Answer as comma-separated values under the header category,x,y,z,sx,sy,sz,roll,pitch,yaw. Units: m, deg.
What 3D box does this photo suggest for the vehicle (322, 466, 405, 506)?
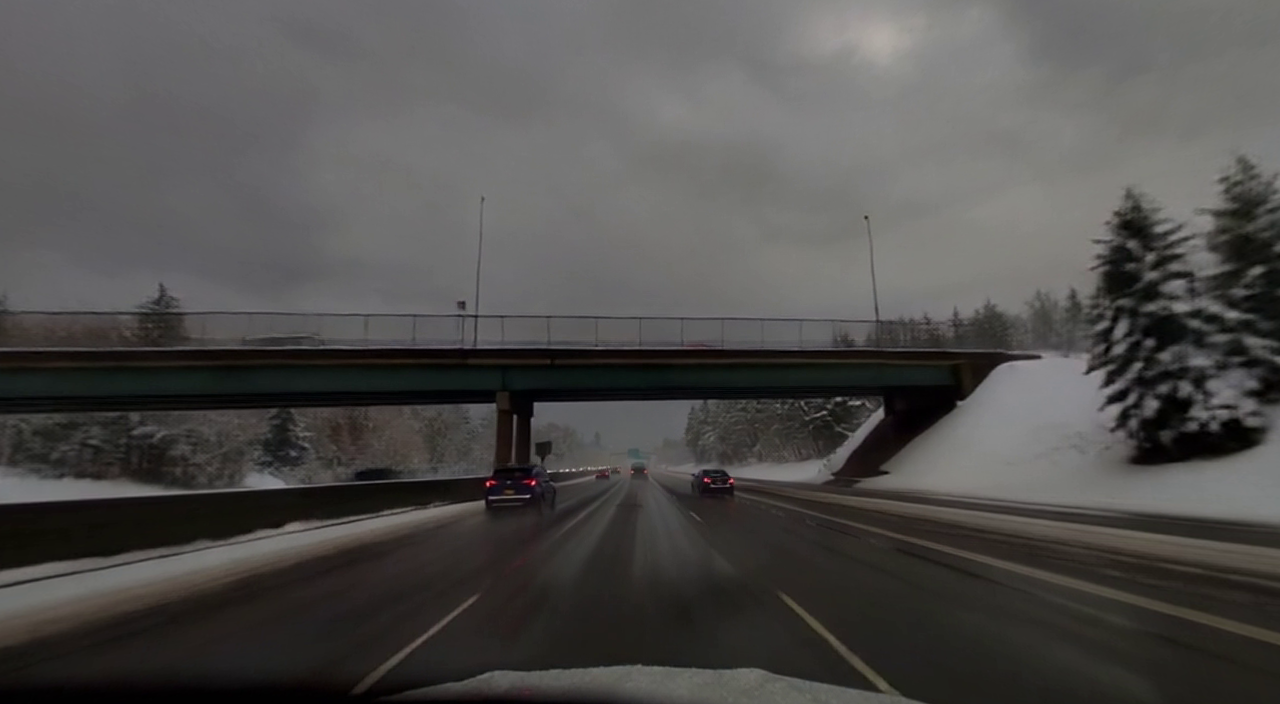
category,x,y,z,sx,sy,sz,roll,pitch,yaw
vehicle,-12.424,6.018,28.522,1.868,1.616,4.107,1,-10,0

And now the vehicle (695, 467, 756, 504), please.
category,x,y,z,sx,sy,sz,roll,pitch,yaw
vehicle,3.773,6.014,28.623,2.092,1.518,4.348,1,-10,-1

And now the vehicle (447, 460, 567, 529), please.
category,x,y,z,sx,sy,sz,roll,pitch,yaw
vehicle,-3.248,3.605,16.321,2.099,1.516,4.308,0,-10,1

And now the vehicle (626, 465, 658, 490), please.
category,x,y,z,sx,sy,sz,roll,pitch,yaw
vehicle,0.181,8.923,44.811,2.181,1.698,4.056,1,-10,1
